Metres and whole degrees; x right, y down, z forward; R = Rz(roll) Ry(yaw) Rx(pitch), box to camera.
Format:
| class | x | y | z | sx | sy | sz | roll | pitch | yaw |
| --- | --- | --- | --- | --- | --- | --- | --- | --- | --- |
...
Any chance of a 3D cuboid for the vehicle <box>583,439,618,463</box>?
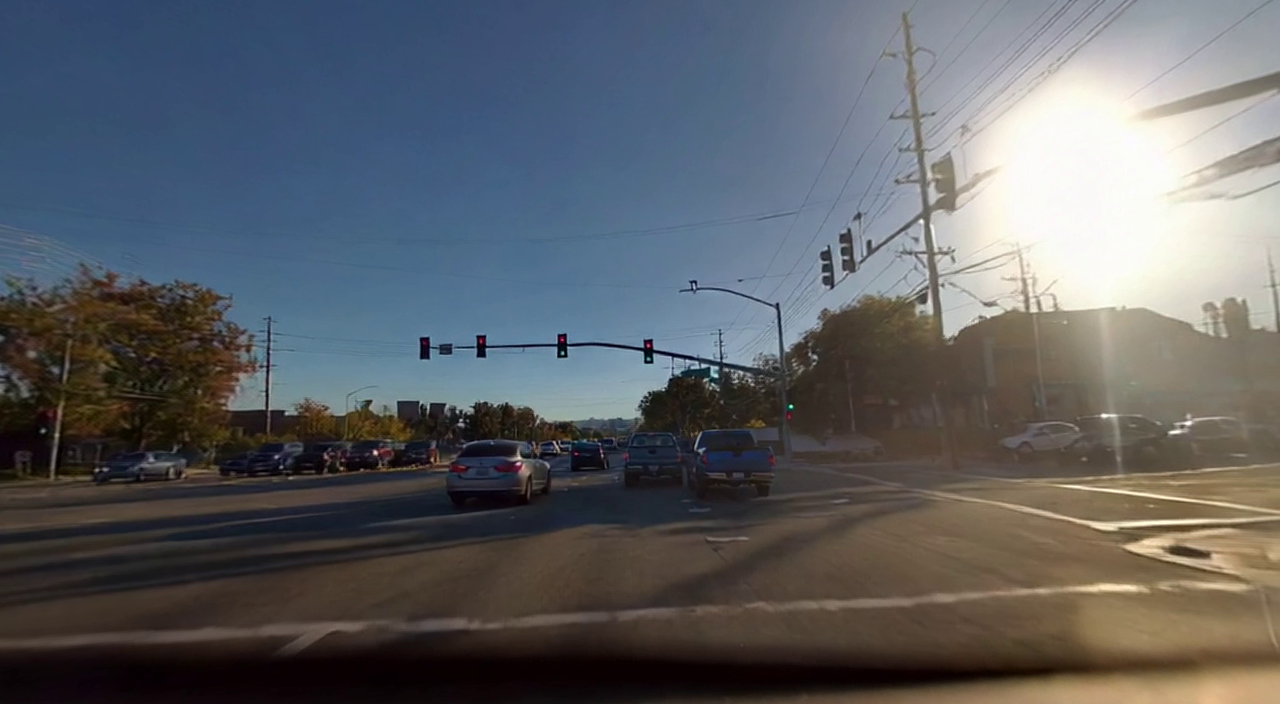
| class | x | y | z | sx | sy | sz | roll | pitch | yaw |
| --- | --- | --- | --- | --- | --- | --- | --- | --- | --- |
| vehicle | -3.013 | 7.620 | 48.634 | 2.273 | 1.749 | 4.385 | 0 | -9 | 2 |

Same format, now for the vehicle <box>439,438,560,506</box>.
| class | x | y | z | sx | sy | sz | roll | pitch | yaw |
| --- | --- | --- | --- | --- | --- | --- | --- | --- | --- |
| vehicle | -3.403 | 3.002 | 16.289 | 1.939 | 1.494 | 4.499 | 0 | -9 | 2 |

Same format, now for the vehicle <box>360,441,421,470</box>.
| class | x | y | z | sx | sy | sz | roll | pitch | yaw |
| --- | --- | --- | --- | --- | --- | --- | --- | --- | --- |
| vehicle | -17.353 | 7.236 | 44.292 | 2.000 | 1.894 | 5.301 | 0 | -9 | 1 |

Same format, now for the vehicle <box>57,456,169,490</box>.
| class | x | y | z | sx | sy | sz | roll | pitch | yaw |
| --- | --- | --- | --- | --- | --- | --- | --- | --- | --- |
| vehicle | -28.014 | 6.414 | 33.815 | 1.985 | 1.609 | 4.536 | -1 | -9 | 1 |

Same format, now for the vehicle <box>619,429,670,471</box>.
| class | x | y | z | sx | sy | sz | roll | pitch | yaw |
| --- | --- | --- | --- | --- | --- | --- | --- | --- | --- |
| vehicle | 0.342 | 5.493 | 35.488 | 2.643 | 2.145 | 5.585 | -1 | -9 | 3 |

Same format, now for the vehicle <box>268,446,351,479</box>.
| class | x | y | z | sx | sy | sz | roll | pitch | yaw |
| --- | --- | --- | --- | --- | --- | --- | --- | --- | --- |
| vehicle | -17.946 | 5.988 | 34.599 | 1.958 | 1.683 | 4.559 | 0 | -9 | 2 |

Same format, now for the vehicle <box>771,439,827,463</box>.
| class | x | y | z | sx | sy | sz | roll | pitch | yaw |
| --- | --- | --- | --- | --- | --- | --- | --- | --- | --- |
| vehicle | 11.644 | 7.283 | 46.499 | 2.010 | 1.633 | 4.246 | 2 | -9 | -17 |

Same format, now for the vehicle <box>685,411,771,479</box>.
| class | x | y | z | sx | sy | sz | roll | pitch | yaw |
| --- | --- | --- | --- | --- | --- | --- | --- | --- | --- |
| vehicle | 3.728 | 4.184 | 28.463 | 2.905 | 2.636 | 6.895 | 0 | -8 | 1 |

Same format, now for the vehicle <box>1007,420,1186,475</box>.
| class | x | y | z | sx | sy | sz | roll | pitch | yaw |
| --- | --- | --- | --- | --- | --- | --- | --- | --- | --- |
| vehicle | 15.467 | 3.273 | 21.533 | 4.681 | 1.756 | 2.109 | 2 | -9 | -9 |

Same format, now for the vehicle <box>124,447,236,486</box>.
| class | x | y | z | sx | sy | sz | roll | pitch | yaw |
| --- | --- | --- | --- | --- | --- | --- | --- | --- | --- |
| vehicle | -24.421 | 6.068 | 33.815 | 2.224 | 1.759 | 4.994 | -4 | -9 | 0 |

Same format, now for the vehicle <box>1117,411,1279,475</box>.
| class | x | y | z | sx | sy | sz | roll | pitch | yaw |
| --- | --- | --- | --- | --- | --- | --- | --- | --- | --- |
| vehicle | 17.411 | 2.757 | 18.949 | 4.782 | 1.768 | 2.152 | 2 | -9 | -11 |
